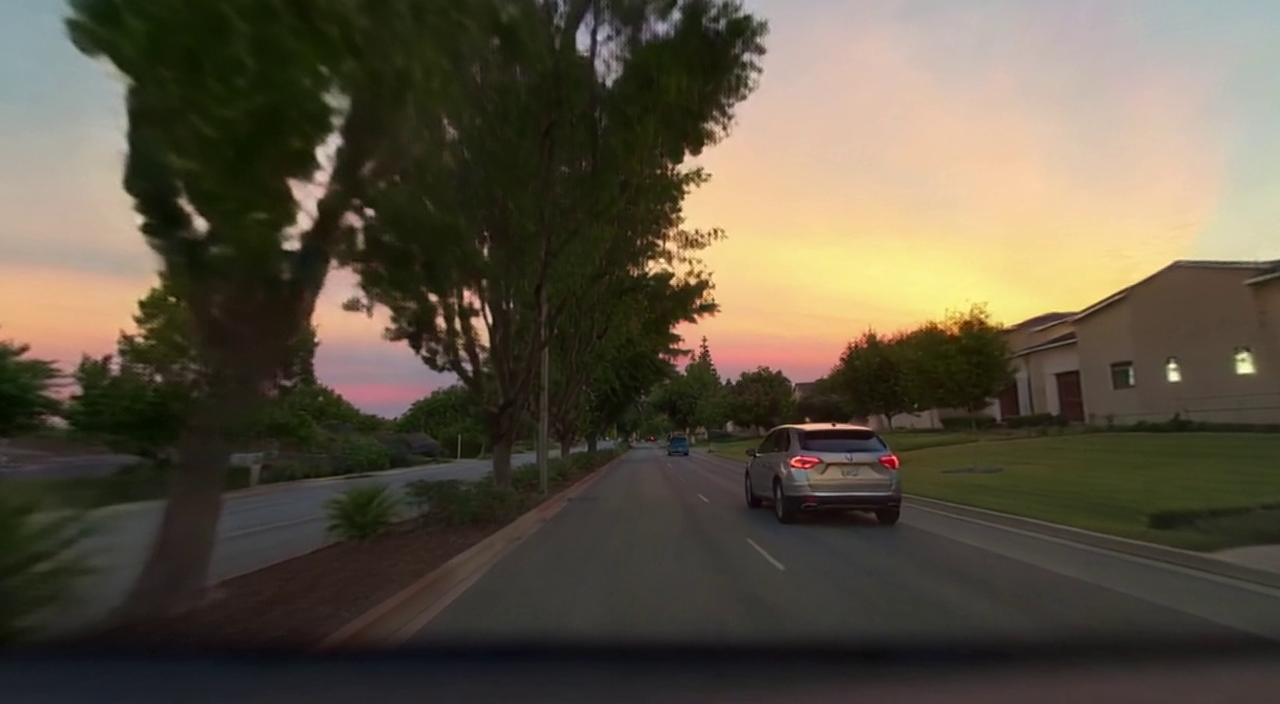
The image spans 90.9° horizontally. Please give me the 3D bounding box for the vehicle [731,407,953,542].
[{"bbox_3d":[3.005,1.946,10.699,2.180,1.773,4.639,0,-8,-1],"label":"vehicle"}]
